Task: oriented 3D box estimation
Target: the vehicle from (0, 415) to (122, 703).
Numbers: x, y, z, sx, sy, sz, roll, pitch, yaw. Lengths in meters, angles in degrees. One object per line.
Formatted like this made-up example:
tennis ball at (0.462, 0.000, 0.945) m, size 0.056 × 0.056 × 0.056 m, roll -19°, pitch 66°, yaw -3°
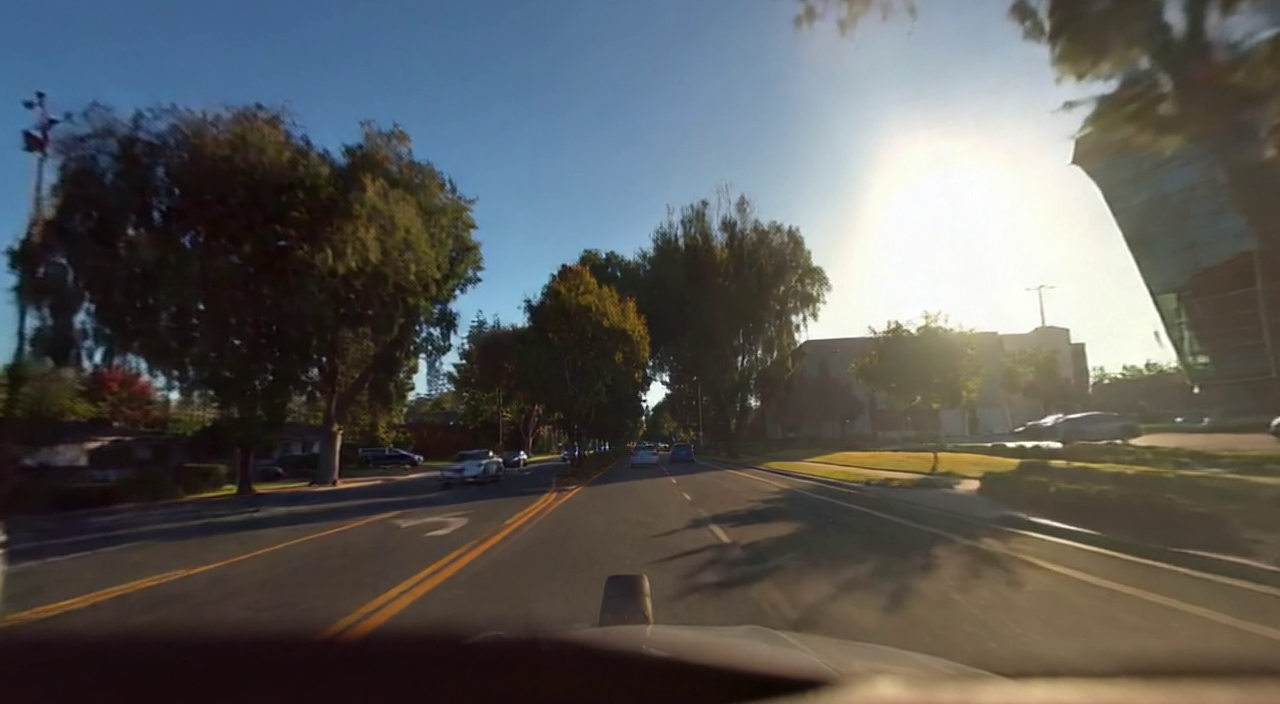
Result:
vehicle at (-4.049, 0.809, 1.342) m, size 2.014 × 1.487 × 4.591 m, roll 0°, pitch -8°, yaw -1°

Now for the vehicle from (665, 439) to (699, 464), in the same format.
vehicle at (3.154, 7.566, 48.169) m, size 2.189 × 1.766 × 4.495 m, roll 0°, pitch -8°, yaw -1°

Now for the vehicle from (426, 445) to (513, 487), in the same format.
vehicle at (-6.616, 4.477, 25.111) m, size 2.081 × 1.477 × 4.760 m, roll 0°, pitch -8°, yaw 1°

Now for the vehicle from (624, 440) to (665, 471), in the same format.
vehicle at (0.220, 5.717, 35.112) m, size 2.109 × 1.612 × 3.963 m, roll 0°, pitch -8°, yaw 0°
